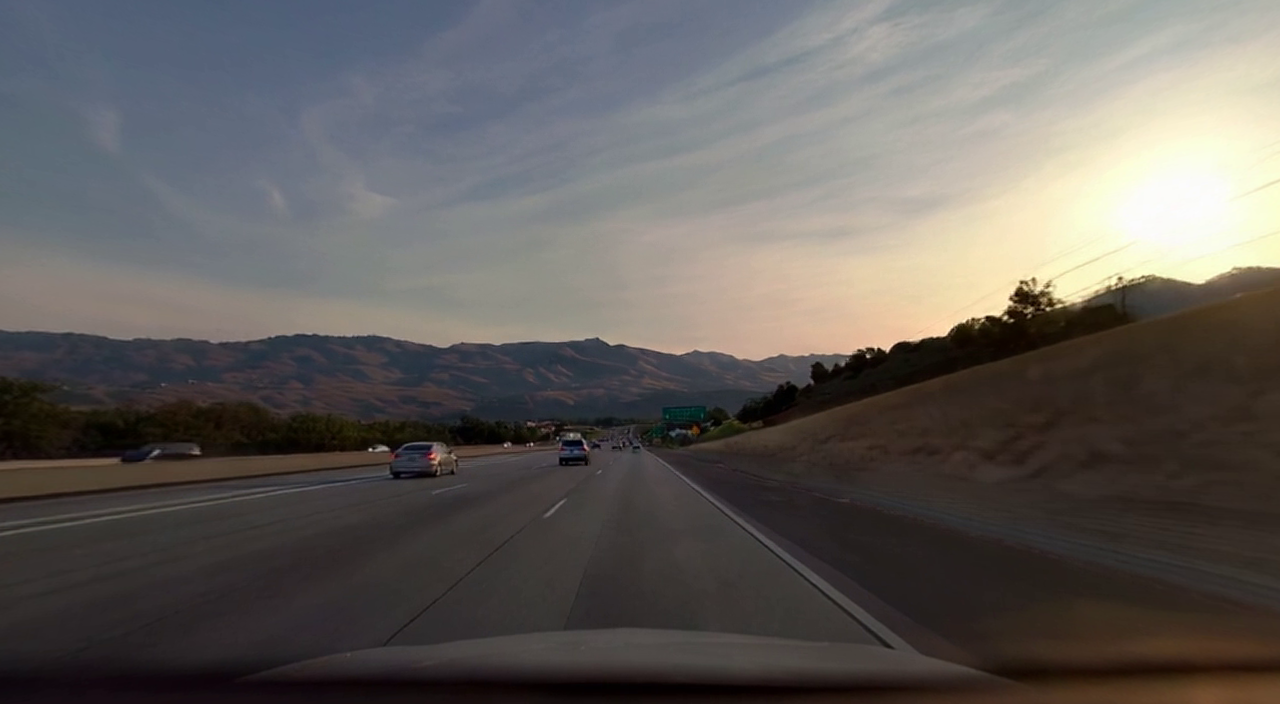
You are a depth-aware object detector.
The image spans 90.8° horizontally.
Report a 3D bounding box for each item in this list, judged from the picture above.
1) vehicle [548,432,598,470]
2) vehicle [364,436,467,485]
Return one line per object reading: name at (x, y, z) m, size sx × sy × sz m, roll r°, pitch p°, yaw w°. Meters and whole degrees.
vehicle at (-3.283, 4.975, 31.839) m, size 2.029 × 1.753 × 4.718 m, roll 0°, pitch -8°, yaw 0°
vehicle at (-7.607, 3.698, 21.960) m, size 1.930 × 1.508 × 4.567 m, roll 0°, pitch -8°, yaw 0°
